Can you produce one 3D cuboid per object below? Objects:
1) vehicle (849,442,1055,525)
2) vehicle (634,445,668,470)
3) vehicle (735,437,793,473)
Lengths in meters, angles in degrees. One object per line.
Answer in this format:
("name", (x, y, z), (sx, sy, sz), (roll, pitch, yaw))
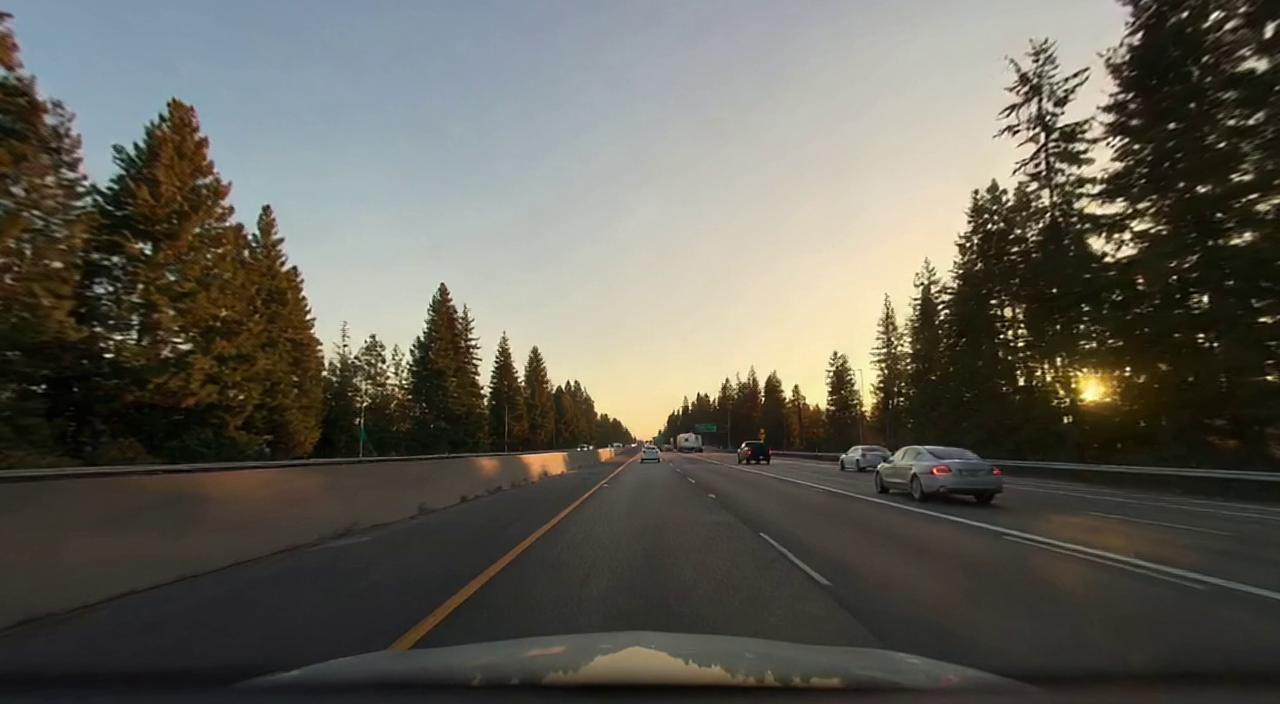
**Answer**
("vehicle", (6.394, 2.706, 13.656), (1.904, 1.453, 4.789), (0, -8, -2))
("vehicle", (0.656, 6.573, 39.424), (2.052, 1.472, 4.295), (0, -8, 0))
("vehicle", (7.244, 6.064, 37.284), (2.206, 1.902, 5.460), (0, -8, -1))
